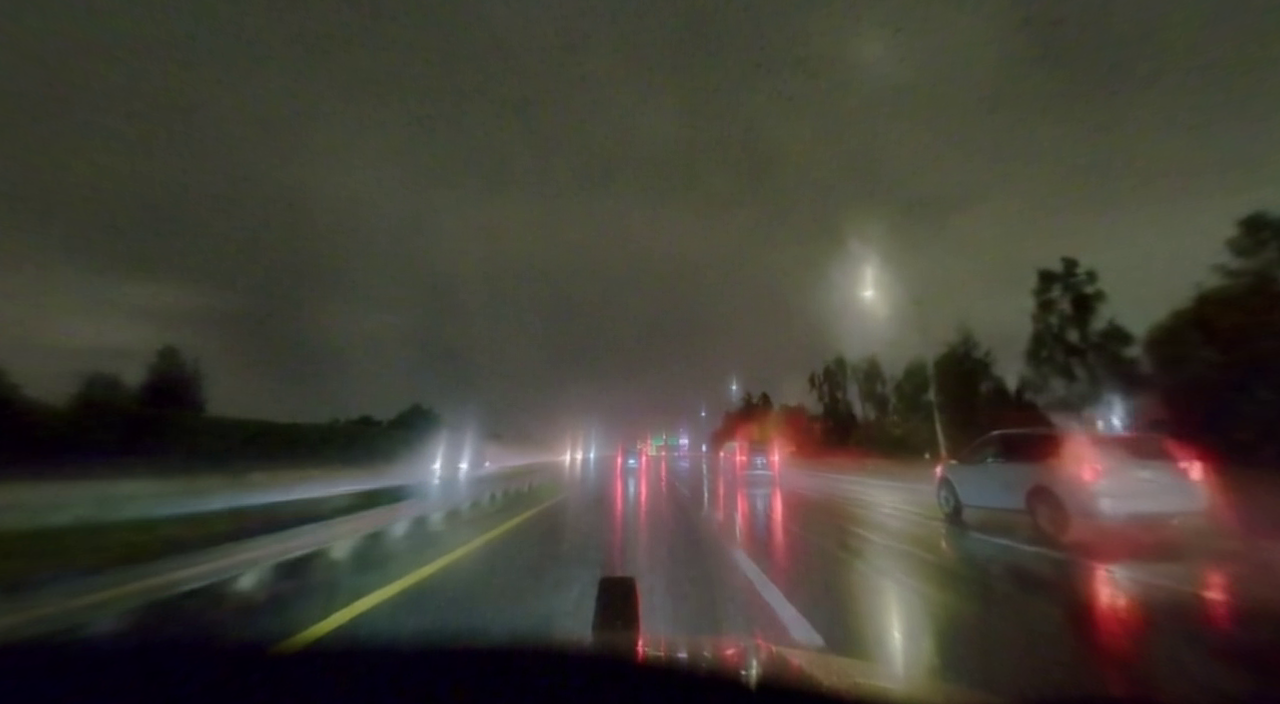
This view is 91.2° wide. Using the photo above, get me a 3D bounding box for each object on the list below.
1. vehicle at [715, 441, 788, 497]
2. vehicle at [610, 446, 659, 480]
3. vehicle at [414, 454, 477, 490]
[{"bbox_3d":[3.492,3.727,20.349,1.969,1.595,3.964,-1,-9,5],"label":"vehicle"},{"bbox_3d":[-0.220,5.603,31.870,2.084,1.594,4.219,-1,-9,5],"label":"vehicle"},{"bbox_3d":[-9.478,5.838,30.882,1.950,1.568,4.292,0,-9,-4],"label":"vehicle"}]
